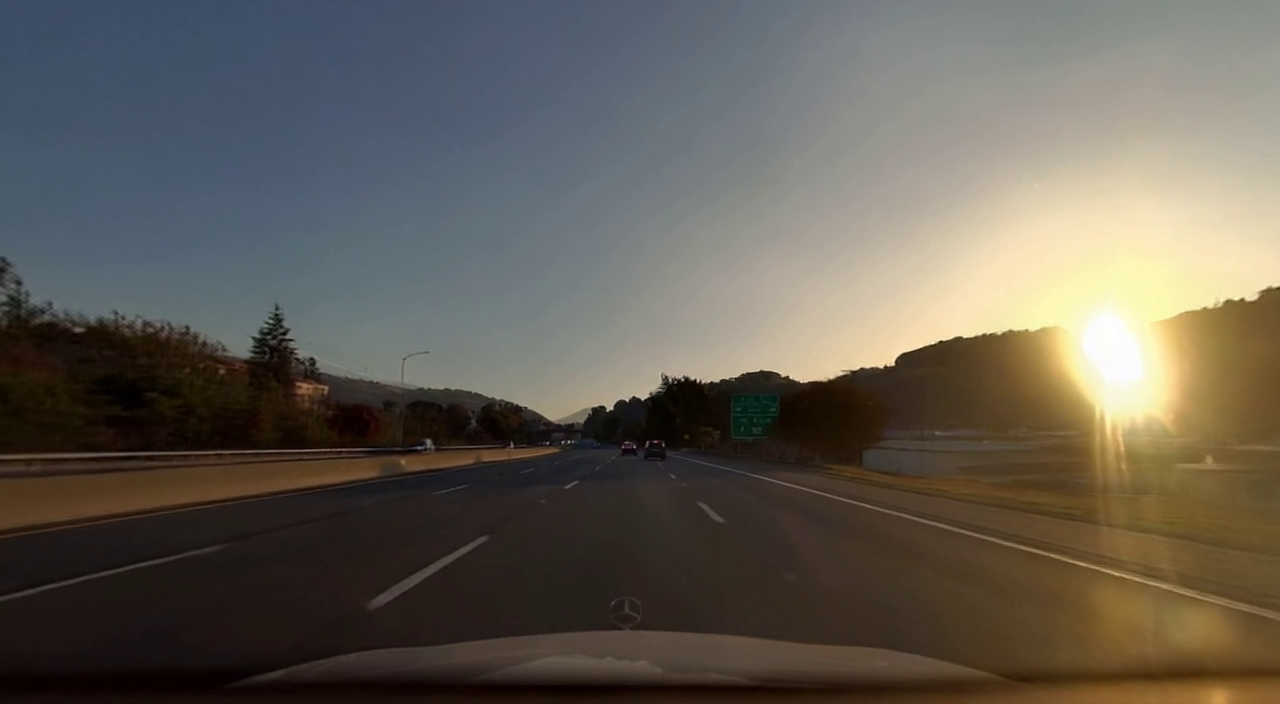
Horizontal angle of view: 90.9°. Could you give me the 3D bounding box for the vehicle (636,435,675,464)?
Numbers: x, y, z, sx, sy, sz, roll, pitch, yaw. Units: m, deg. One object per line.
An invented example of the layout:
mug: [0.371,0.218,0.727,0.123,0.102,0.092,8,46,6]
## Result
vehicle: [1.039,6.906,44.828,2.431,1.916,4.808,0,-8,-2]
